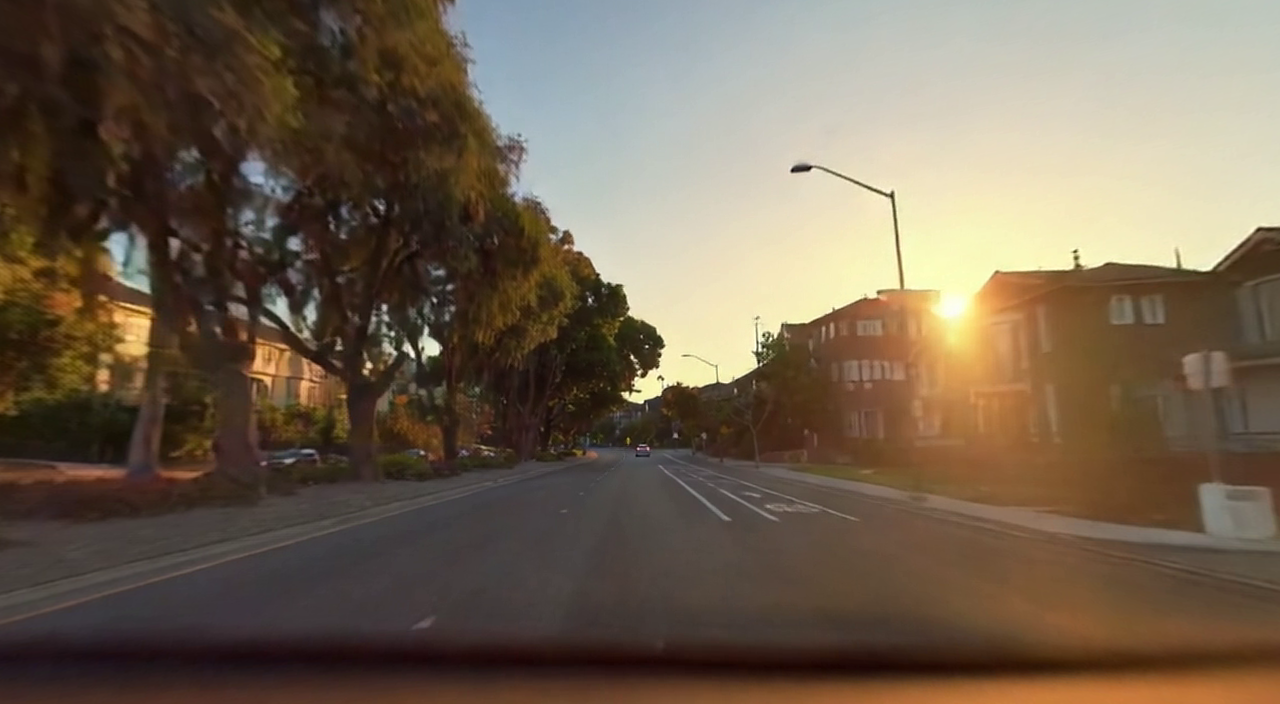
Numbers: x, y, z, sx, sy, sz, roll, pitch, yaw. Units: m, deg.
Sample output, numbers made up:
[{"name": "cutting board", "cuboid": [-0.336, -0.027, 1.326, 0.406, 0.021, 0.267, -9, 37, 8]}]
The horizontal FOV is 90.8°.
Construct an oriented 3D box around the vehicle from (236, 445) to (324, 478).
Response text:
[{"name": "vehicle", "cuboid": [-19.928, 6.062, 35.264, 2.166, 1.720, 4.629, 0, -8, 0]}]
